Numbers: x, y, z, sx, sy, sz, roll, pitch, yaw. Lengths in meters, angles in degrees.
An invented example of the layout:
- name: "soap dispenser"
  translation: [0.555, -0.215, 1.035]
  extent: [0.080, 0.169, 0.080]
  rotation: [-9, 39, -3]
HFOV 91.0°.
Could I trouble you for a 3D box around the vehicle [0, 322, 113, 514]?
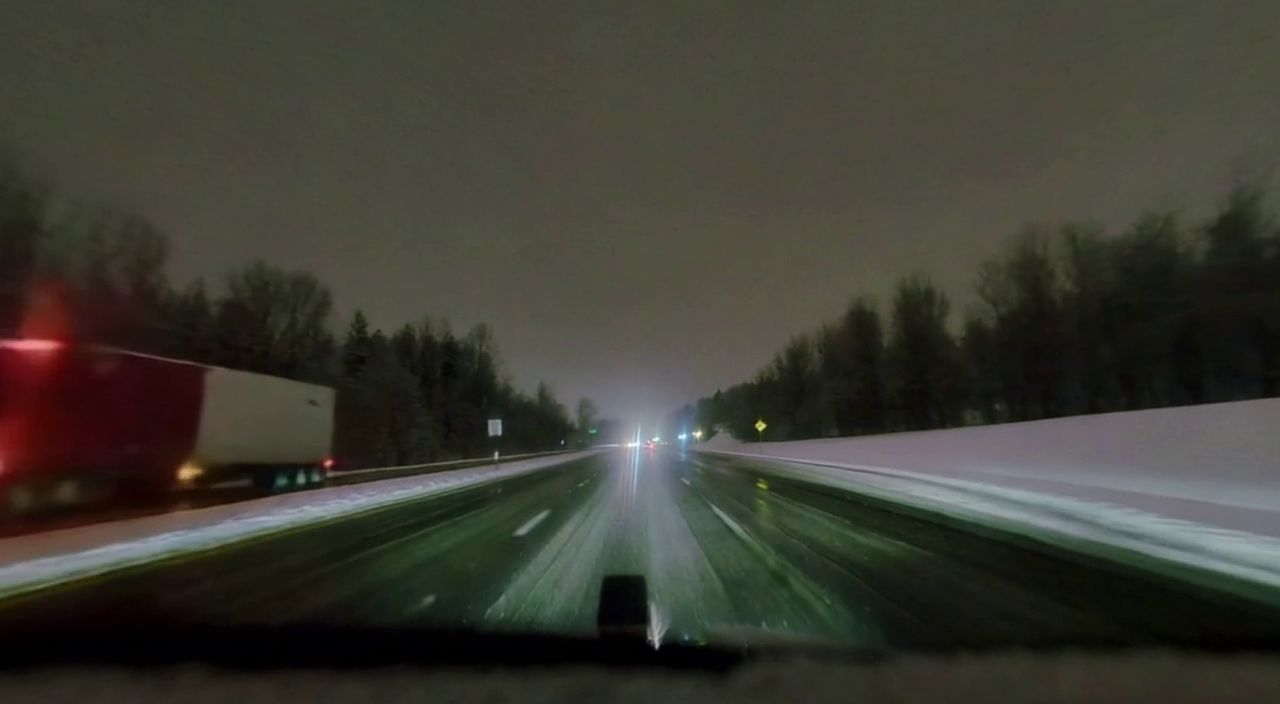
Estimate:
- name: "vehicle"
  translation: [-15.191, 0.778, 9.125]
  extent: [2.972, 4.061, 14.035]
  rotation: [0, -8, 0]
